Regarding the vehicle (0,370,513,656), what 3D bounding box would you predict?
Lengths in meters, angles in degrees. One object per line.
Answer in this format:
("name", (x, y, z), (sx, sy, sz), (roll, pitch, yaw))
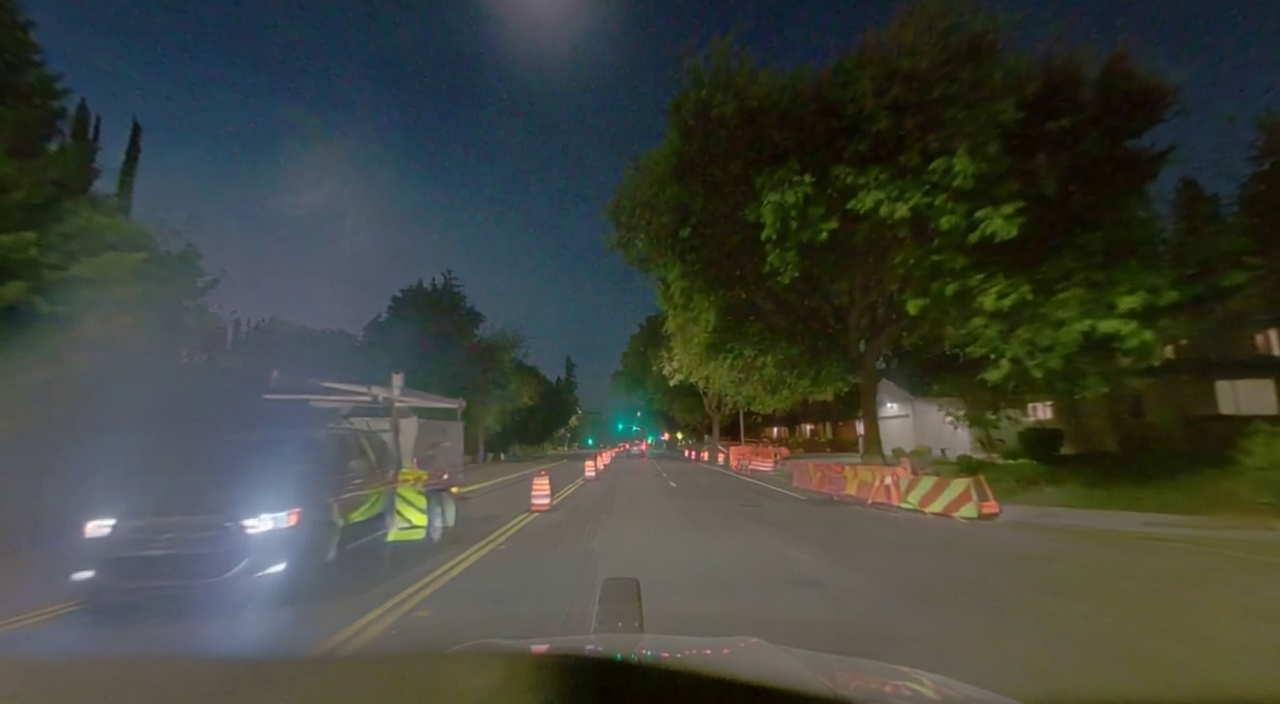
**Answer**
("vehicle", (-3.571, 1.569, 7.606), (2.742, 1.962, 6.409), (0, -8, 0))
